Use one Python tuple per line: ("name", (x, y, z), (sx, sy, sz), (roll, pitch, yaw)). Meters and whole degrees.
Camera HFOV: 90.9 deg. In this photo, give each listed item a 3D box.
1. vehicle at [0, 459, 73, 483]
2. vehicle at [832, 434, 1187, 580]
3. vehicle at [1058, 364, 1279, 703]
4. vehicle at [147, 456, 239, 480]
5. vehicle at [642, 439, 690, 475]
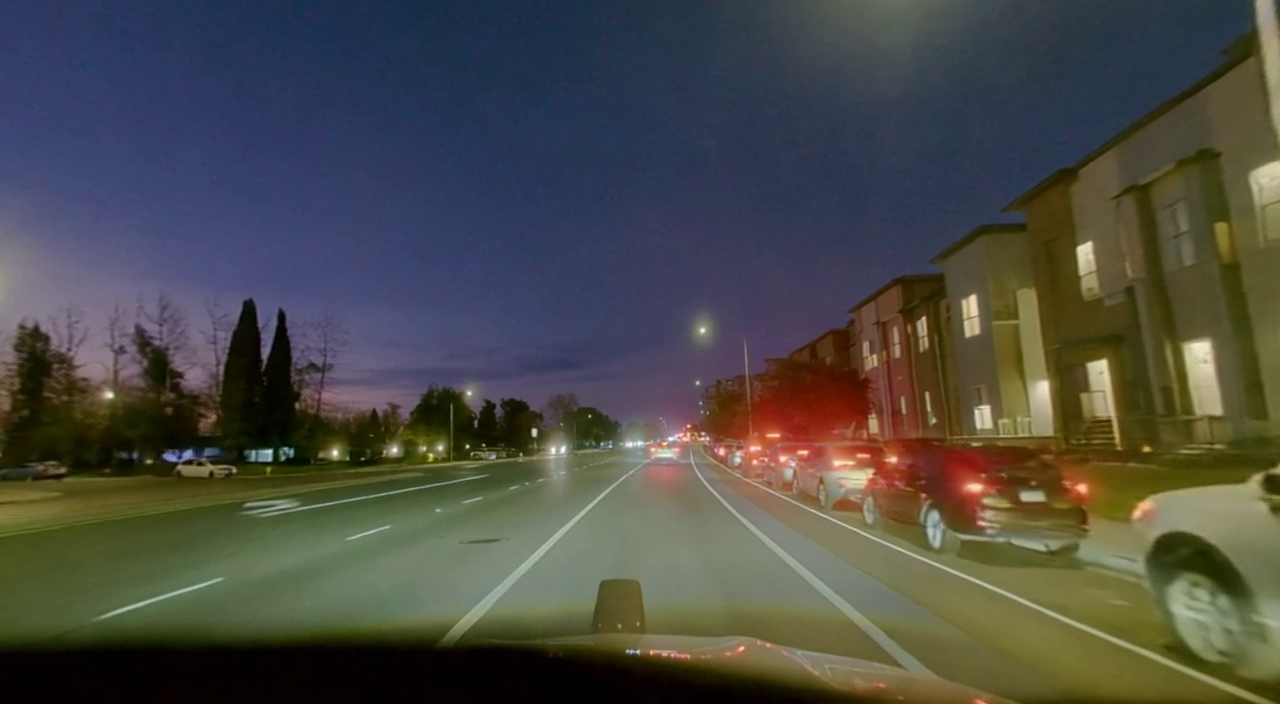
("vehicle", (-41.131, 7.985, 42.491), (4.292, 1.497, 1.883), (-1, -9, 8))
("vehicle", (4.477, 1.917, 8.818), (1.855, 1.445, 4.895), (0, -8, -2))
("vehicle", (4.295, 0.835, 2.519), (1.973, 1.749, 4.608), (0, -8, -1))
("vehicle", (-29.625, 7.665, 41.881), (4.591, 1.468, 1.805), (1, -9, -9))
("vehicle", (1.169, 4.765, 28.864), (2.011, 1.480, 4.170), (0, -8, 2))
